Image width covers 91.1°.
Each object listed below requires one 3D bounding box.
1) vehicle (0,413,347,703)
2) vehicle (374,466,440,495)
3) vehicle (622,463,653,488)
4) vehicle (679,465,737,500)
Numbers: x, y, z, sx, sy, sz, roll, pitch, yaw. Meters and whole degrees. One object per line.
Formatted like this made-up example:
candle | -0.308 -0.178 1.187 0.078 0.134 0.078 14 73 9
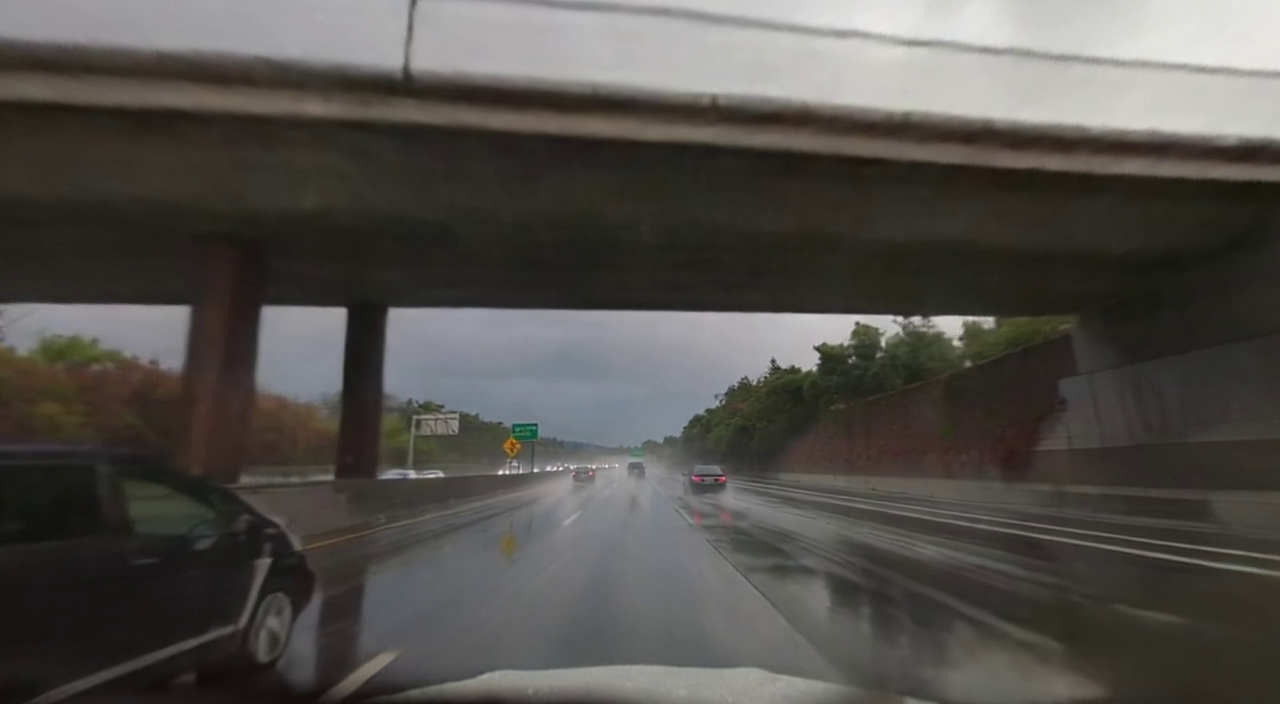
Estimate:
vehicle | -3.178 1.008 2.331 2.099 1.516 4.308 1 -10 0
vehicle | -13.526 7.478 36.799 2.043 1.581 4.771 0 -10 0
vehicle | -0.242 9.054 46.159 2.181 1.698 4.056 1 -10 -1
vehicle | 3.112 6.139 29.782 2.092 1.518 4.348 1 -10 -2
